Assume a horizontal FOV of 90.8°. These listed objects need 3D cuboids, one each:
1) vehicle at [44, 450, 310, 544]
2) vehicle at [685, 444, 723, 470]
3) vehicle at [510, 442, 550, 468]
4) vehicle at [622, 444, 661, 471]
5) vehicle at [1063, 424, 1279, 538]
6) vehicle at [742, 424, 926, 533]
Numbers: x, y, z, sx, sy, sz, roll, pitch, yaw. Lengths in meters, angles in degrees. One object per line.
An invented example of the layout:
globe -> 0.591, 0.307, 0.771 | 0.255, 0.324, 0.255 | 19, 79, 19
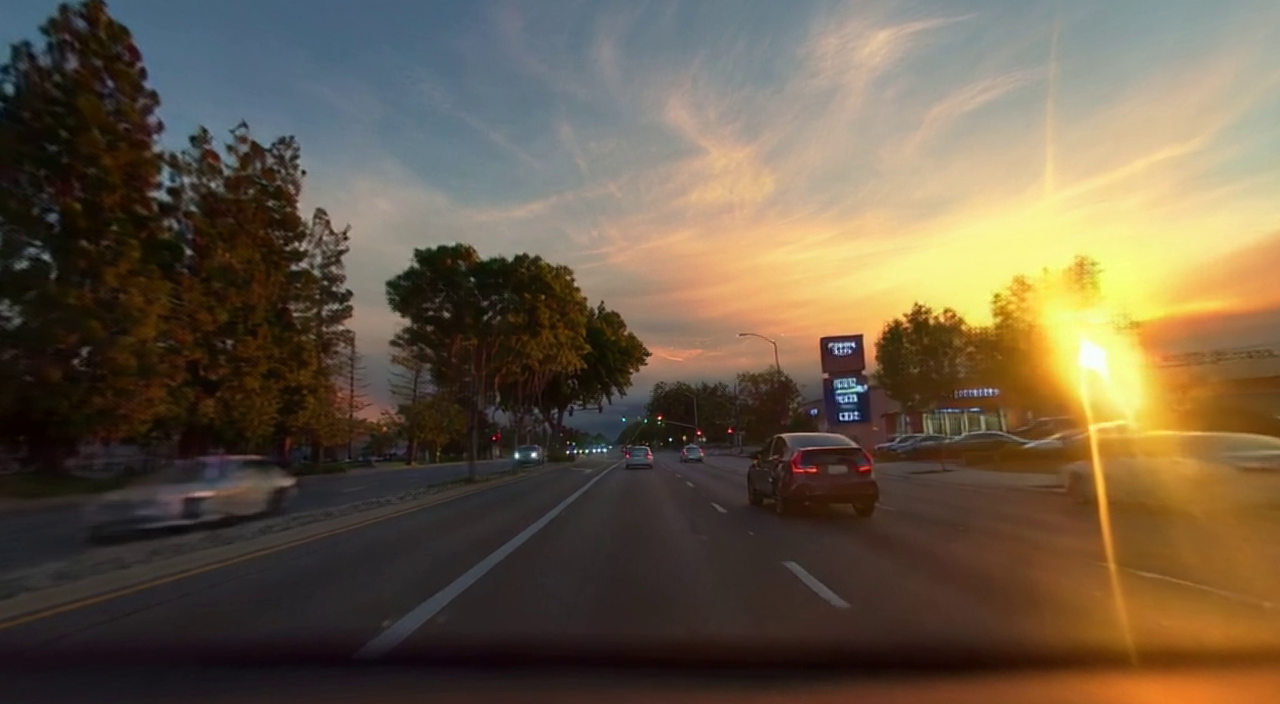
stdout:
vehicle -> -8.467, 2.632, 12.199 | 1.862, 1.446, 4.333 | 0, -8, 0
vehicle -> 3.856, 6.420, 38.804 | 1.889, 1.473, 4.303 | 0, -9, 0
vehicle -> -8.413, 7.901, 48.784 | 2.142, 1.872, 4.689 | 0, -9, 1
vehicle -> 0.084, 6.184, 37.190 | 2.135, 1.468, 4.076 | 0, -8, 0
vehicle -> 10.771, 2.288, 11.829 | 2.154, 1.690, 5.208 | 0, -9, 1
vehicle -> 3.341, 2.272, 11.931 | 2.022, 1.643, 4.326 | 0, -9, -1
